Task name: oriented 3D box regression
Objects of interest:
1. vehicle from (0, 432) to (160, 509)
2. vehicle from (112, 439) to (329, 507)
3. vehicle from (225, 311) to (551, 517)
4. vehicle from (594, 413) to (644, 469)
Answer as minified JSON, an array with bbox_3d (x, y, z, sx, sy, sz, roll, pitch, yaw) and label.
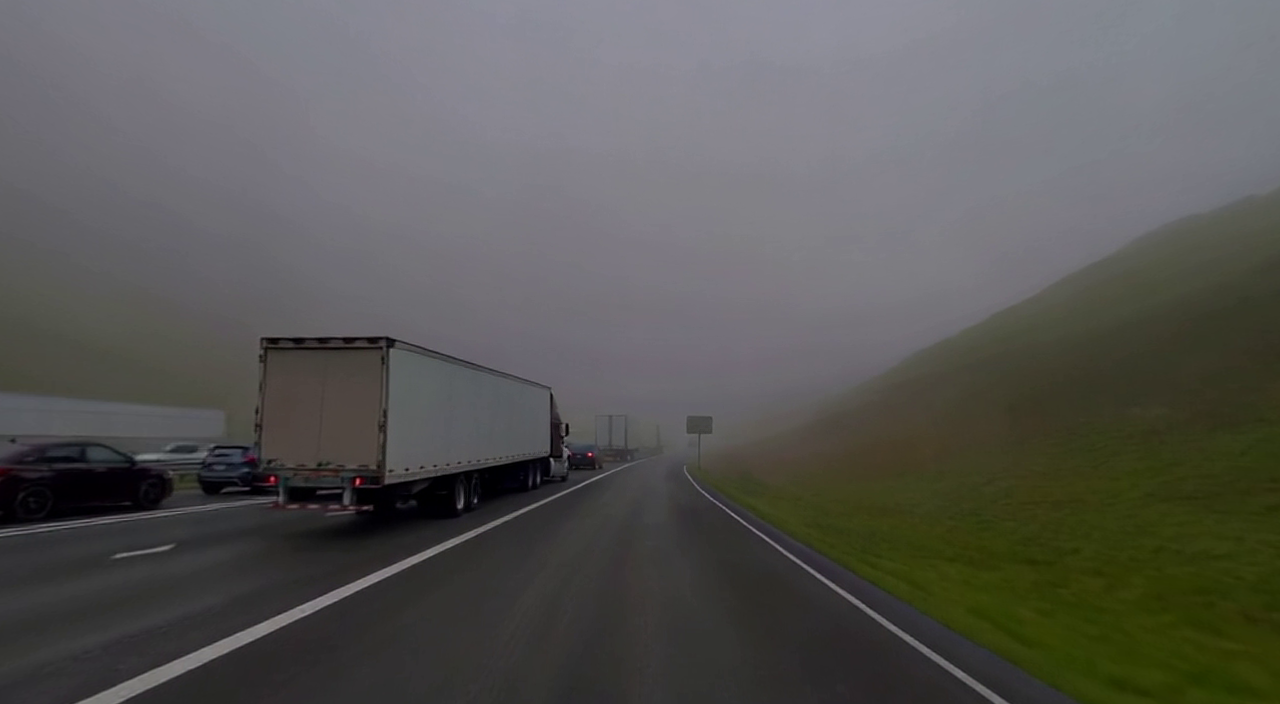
[{"bbox_3d":[-14.723,2.873,15.588,1.943,1.662,4.283,-1,-9,7],"label":"vehicle"},{"bbox_3d":[-10.617,3.099,16.558,1.925,1.493,4.864,-1,-9,8],"label":"vehicle"},{"bbox_3d":[-5.998,2.305,19.655,2.848,4.067,14.314,-1,-9,6],"label":"vehicle"},{"bbox_3d":[-1.315,6.365,44.502,2.968,3.439,10.174,0,-9,1],"label":"vehicle"}]
